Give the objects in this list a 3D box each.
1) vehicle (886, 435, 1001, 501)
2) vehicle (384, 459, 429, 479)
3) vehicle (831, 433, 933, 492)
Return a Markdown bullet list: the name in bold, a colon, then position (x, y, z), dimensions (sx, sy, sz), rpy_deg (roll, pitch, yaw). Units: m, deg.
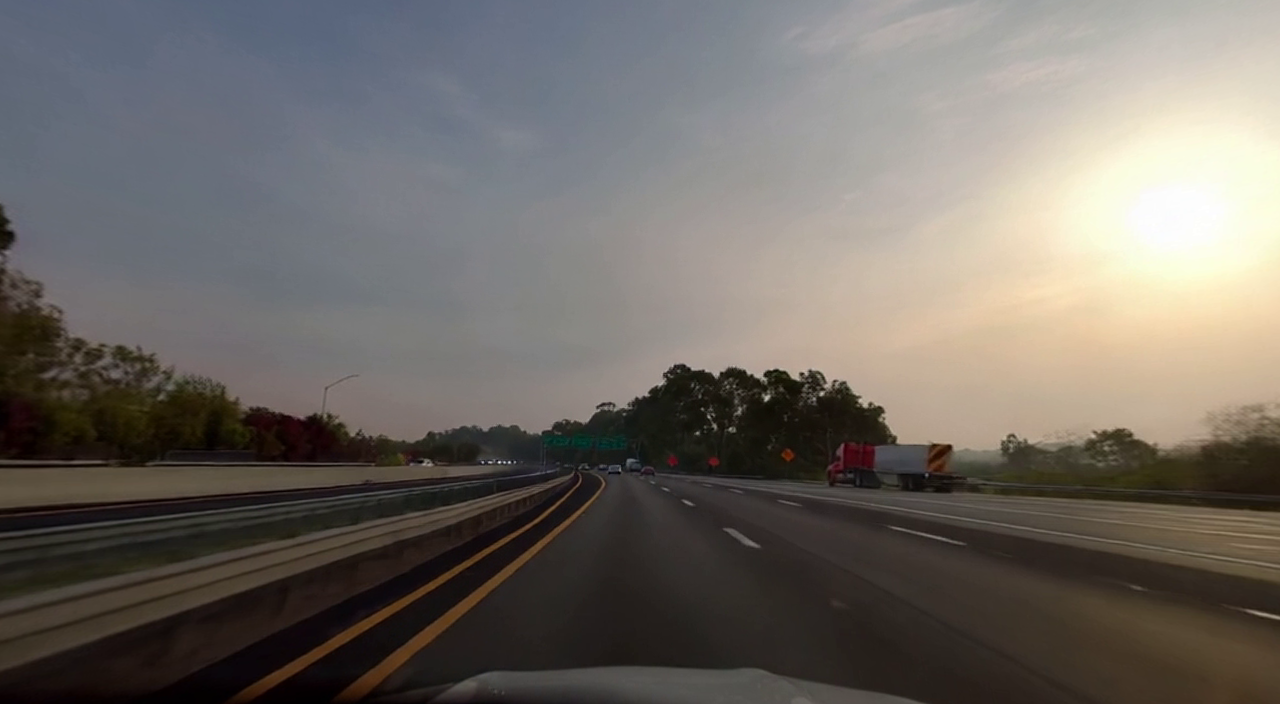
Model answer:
- **vehicle**: position (16.558, 6.387, 34.861), dimensions (2.827, 3.120, 6.502), rpy_deg (4, -10, -3)
- **vehicle**: position (-17.846, 8.972, 48.251), dimensions (1.946, 1.475, 4.594), rpy_deg (1, -10, -4)
- **vehicle**: position (16.005, 7.504, 42.520), dimensions (2.902, 3.371, 8.875), rpy_deg (4, -11, -4)
